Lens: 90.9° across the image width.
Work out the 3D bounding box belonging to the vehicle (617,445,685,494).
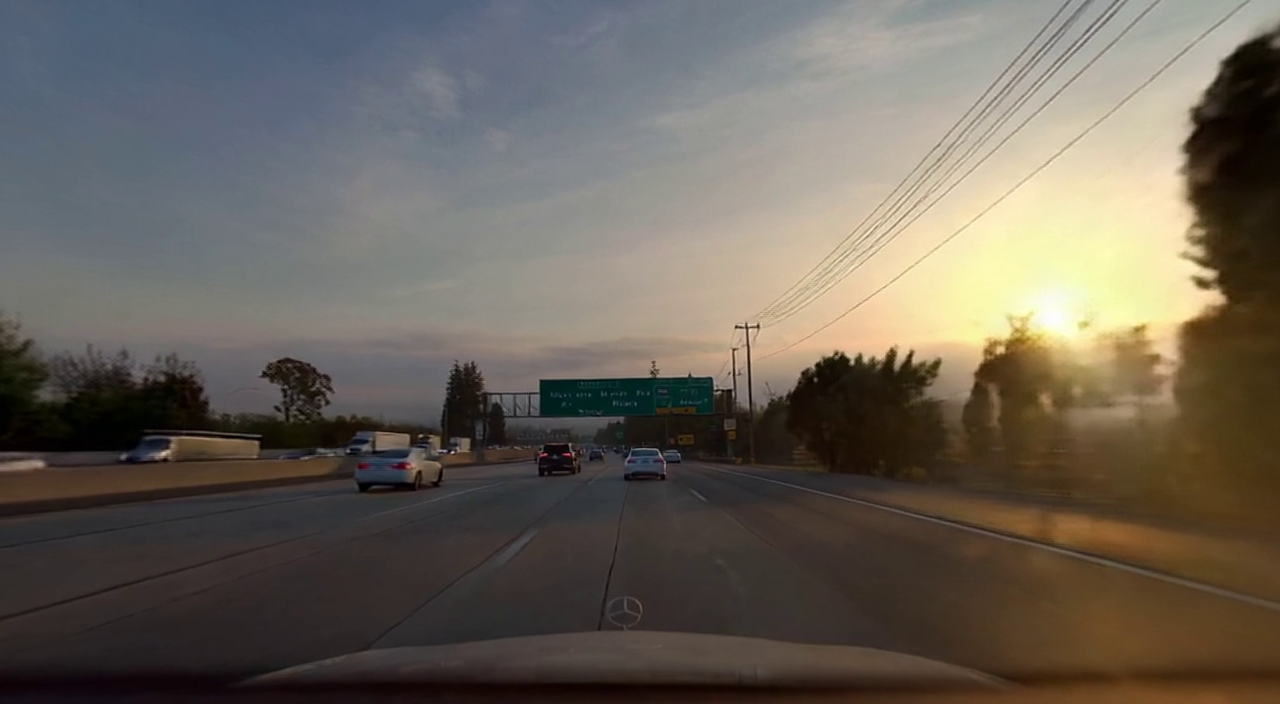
[{"bbox_3d":[0.277,3.938,21.515,2.082,1.482,4.126,0,-9,-1],"label":"vehicle"}]

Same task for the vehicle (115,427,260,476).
[{"bbox_3d":[-29.769,6.634,42.272,2.934,2.913,9.649,0,-9,-2],"label":"vehicle"}]

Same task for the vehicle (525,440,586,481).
[{"bbox_3d":[-3.871,5.065,29.780,2.289,1.777,4.534,0,-9,0],"label":"vehicle"}]

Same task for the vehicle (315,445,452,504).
[{"bbox_3d":[-7.182,3.448,18.315,1.974,1.464,4.733,0,-9,0],"label":"vehicle"}]

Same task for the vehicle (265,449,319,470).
[{"bbox_3d":[-26.014,8.057,47.319,1.868,1.480,4.180,0,-9,-3],"label":"vehicle"}]
